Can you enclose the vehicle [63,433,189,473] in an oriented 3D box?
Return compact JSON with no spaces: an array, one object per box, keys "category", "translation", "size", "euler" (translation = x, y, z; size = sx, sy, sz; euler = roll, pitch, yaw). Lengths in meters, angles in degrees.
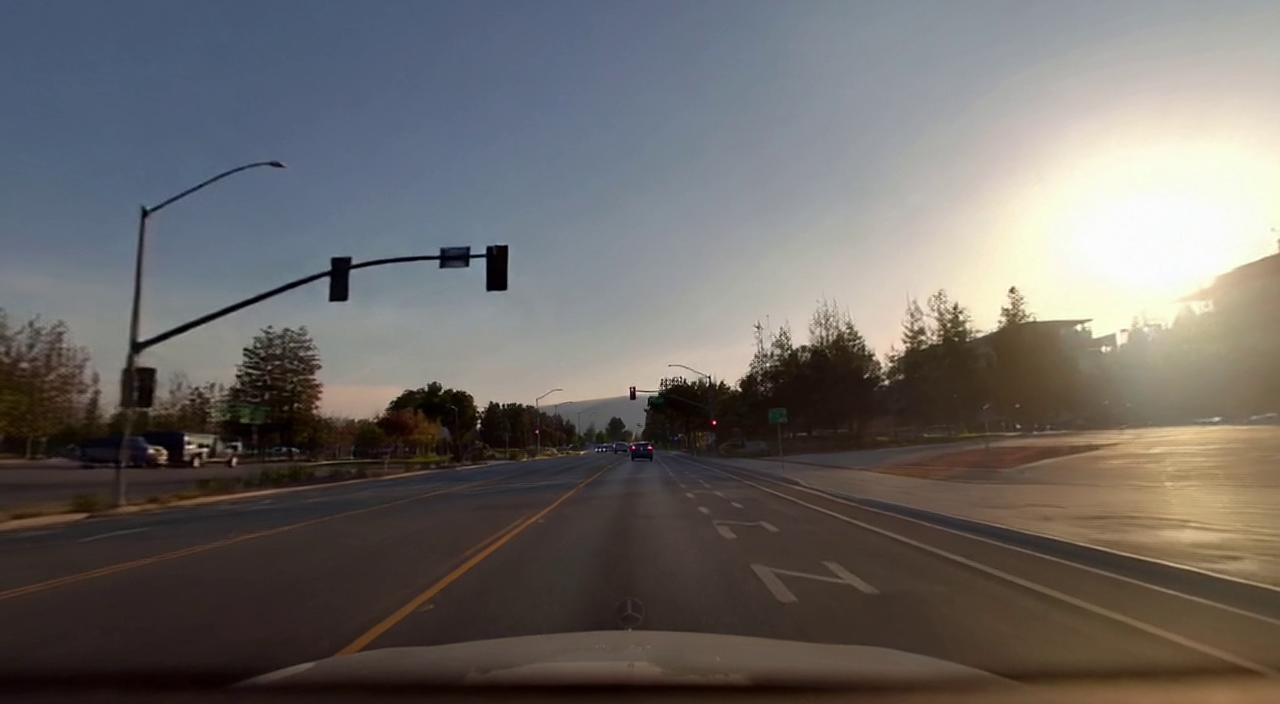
[{"category":"vehicle","translation":[-37.910,7.482,46.647],"size":[7.051,2.835,2.287],"euler":[0,-8,-2]}]
